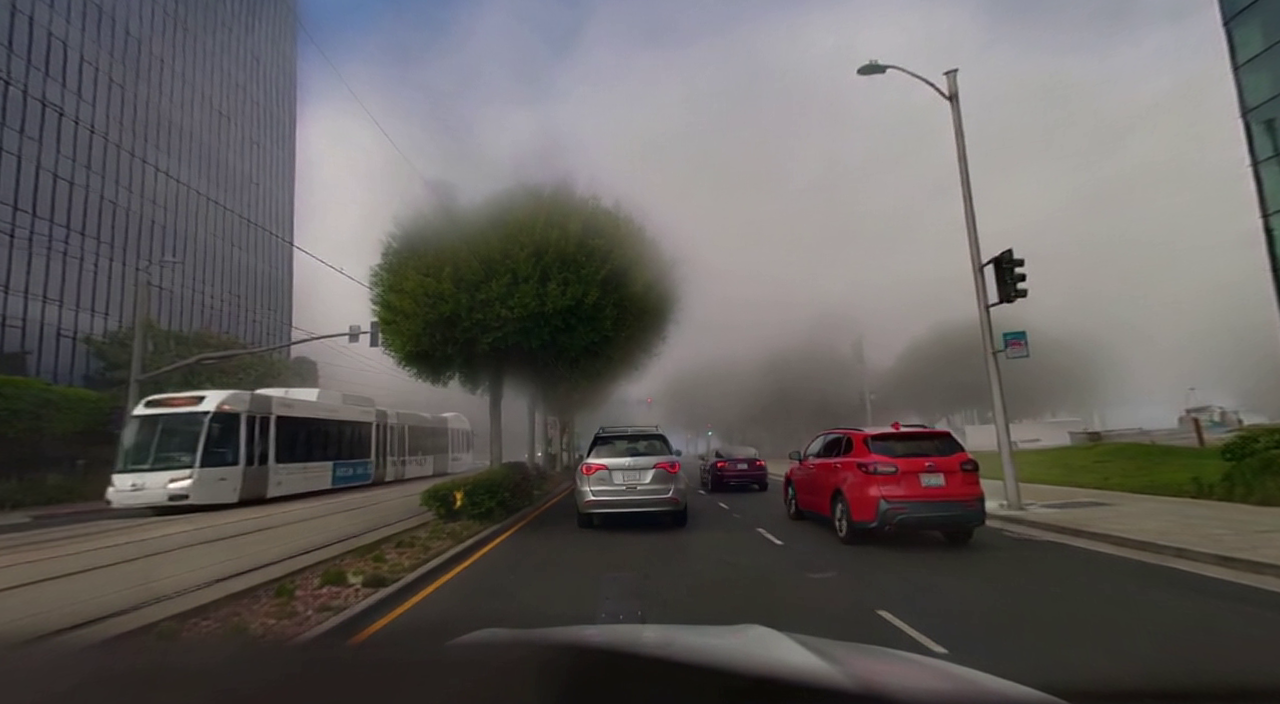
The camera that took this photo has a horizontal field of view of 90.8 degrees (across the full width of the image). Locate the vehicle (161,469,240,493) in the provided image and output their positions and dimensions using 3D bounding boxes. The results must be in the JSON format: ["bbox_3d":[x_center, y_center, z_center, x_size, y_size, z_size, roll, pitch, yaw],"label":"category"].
[{"bbox_3d":[-34.079,10.002,49.044,4.726,1.458,1.770,-3,-11,-2],"label":"vehicle"}]

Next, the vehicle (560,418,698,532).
[{"bbox_3d":[-0.223,2.253,12.155,2.178,1.779,4.255,0,-8,-1],"label":"vehicle"}]

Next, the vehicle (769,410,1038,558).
[{"bbox_3d":[3.563,1.884,9.766,2.029,1.717,4.624,0,-8,-2],"label":"vehicle"}]

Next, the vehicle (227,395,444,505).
[{"bbox_3d":[-10.990,3.762,24.730,3.053,3.359,10.539,0,-8,1],"label":"vehicle"}]

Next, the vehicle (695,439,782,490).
[{"bbox_3d":[3.095,3.642,20.789,1.993,1.480,4.324,0,-8,-2],"label":"vehicle"}]
